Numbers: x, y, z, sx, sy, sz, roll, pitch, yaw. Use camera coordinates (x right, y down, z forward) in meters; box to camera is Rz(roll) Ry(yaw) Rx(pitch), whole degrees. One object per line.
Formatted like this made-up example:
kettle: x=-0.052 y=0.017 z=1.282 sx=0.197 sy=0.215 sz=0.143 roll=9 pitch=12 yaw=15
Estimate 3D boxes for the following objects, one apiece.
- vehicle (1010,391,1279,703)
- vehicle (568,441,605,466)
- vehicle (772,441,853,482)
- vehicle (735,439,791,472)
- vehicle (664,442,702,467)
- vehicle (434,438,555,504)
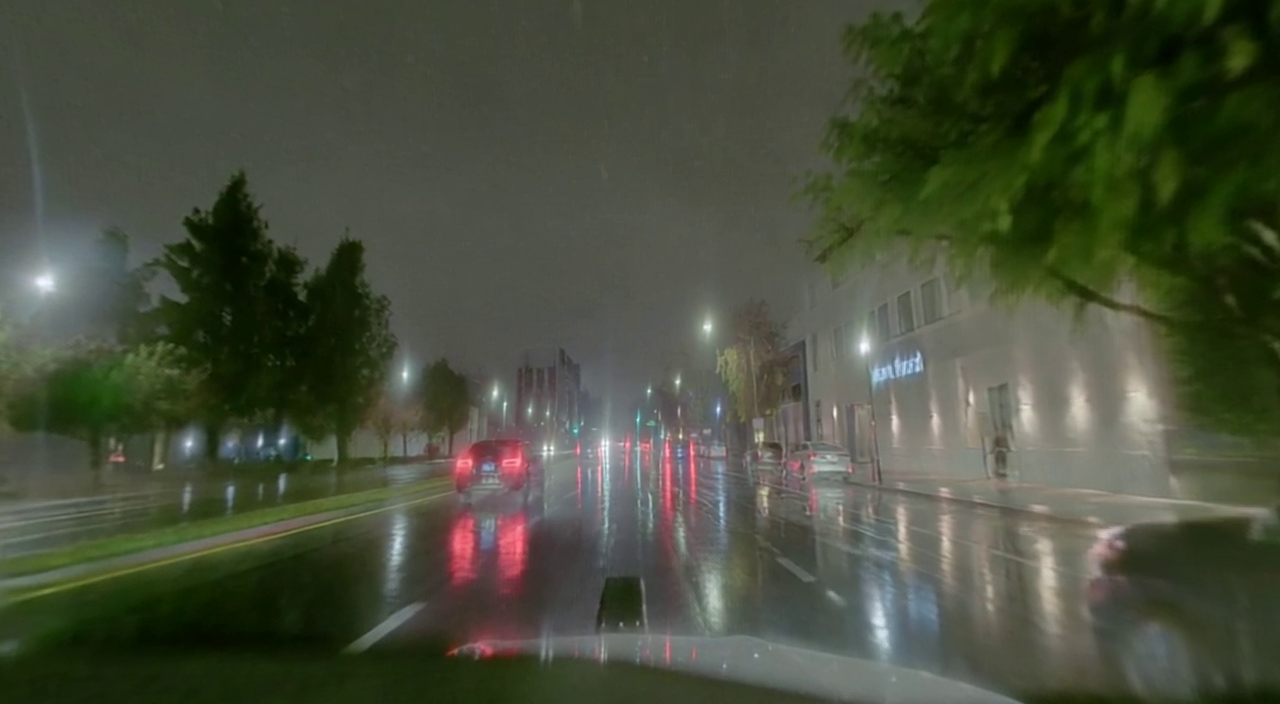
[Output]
vehicle: x=3.376 y=0.790 z=1.630 sx=2.021 sy=1.491 sz=4.563 roll=0 pitch=-9 yaw=-1
vehicle: x=-3.704 y=7.190 z=44.816 sx=2.145 sy=1.694 sz=4.642 roll=0 pitch=-9 yaw=1
vehicle: x=6.719 y=4.309 z=25.124 sx=1.896 sy=1.479 sz=4.416 roll=0 pitch=-9 yaw=-1
vehicle: x=6.533 y=5.555 z=34.018 sx=1.983 sy=1.618 sz=4.108 roll=0 pitch=-9 yaw=-4
vehicle: x=2.649 y=6.391 z=39.608 sx=1.961 sy=1.482 sz=4.538 roll=0 pitch=-9 yaw=-1
vehicle: x=-3.579 y=3.027 z=16.503 sx=2.060 sy=1.466 sz=4.387 roll=0 pitch=-9 yaw=1
